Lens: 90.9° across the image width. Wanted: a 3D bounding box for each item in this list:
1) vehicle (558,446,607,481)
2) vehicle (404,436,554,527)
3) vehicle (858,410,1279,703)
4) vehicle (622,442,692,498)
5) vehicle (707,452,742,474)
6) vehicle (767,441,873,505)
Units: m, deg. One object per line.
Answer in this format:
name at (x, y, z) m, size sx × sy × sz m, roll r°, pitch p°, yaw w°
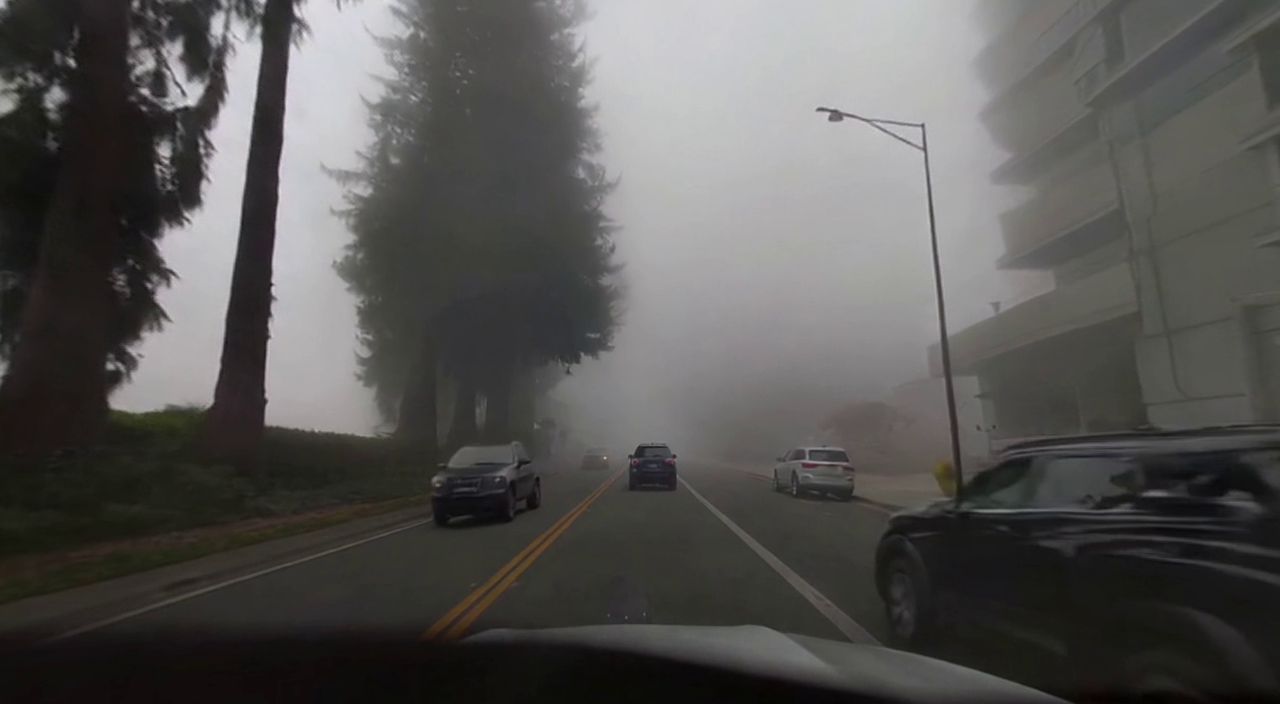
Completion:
vehicle at (-3.031, 5.973, 34.076) m, size 2.124 × 1.731 × 4.227 m, roll 0°, pitch -9°, yaw 2°
vehicle at (-3.382, 2.815, 14.300) m, size 2.167 × 1.717 × 4.448 m, roll 0°, pitch -9°, yaw 1°
vehicle at (2.869, 1.166, 3.318) m, size 1.991 × 1.536 × 4.116 m, roll 0°, pitch -9°, yaw 1°
vehicle at (0.534, 3.827, 20.786) m, size 2.105 × 1.653 × 3.887 m, roll 0°, pitch -9°, yaw 1°
vehicle at (6.182, 8.164, 46.584) m, size 1.885 × 1.467 × 4.546 m, roll 0°, pitch -9°, yaw 0°
vehicle at (5.680, 3.852, 20.599) m, size 2.059 × 1.813 × 4.637 m, roll 0°, pitch -9°, yaw -1°
